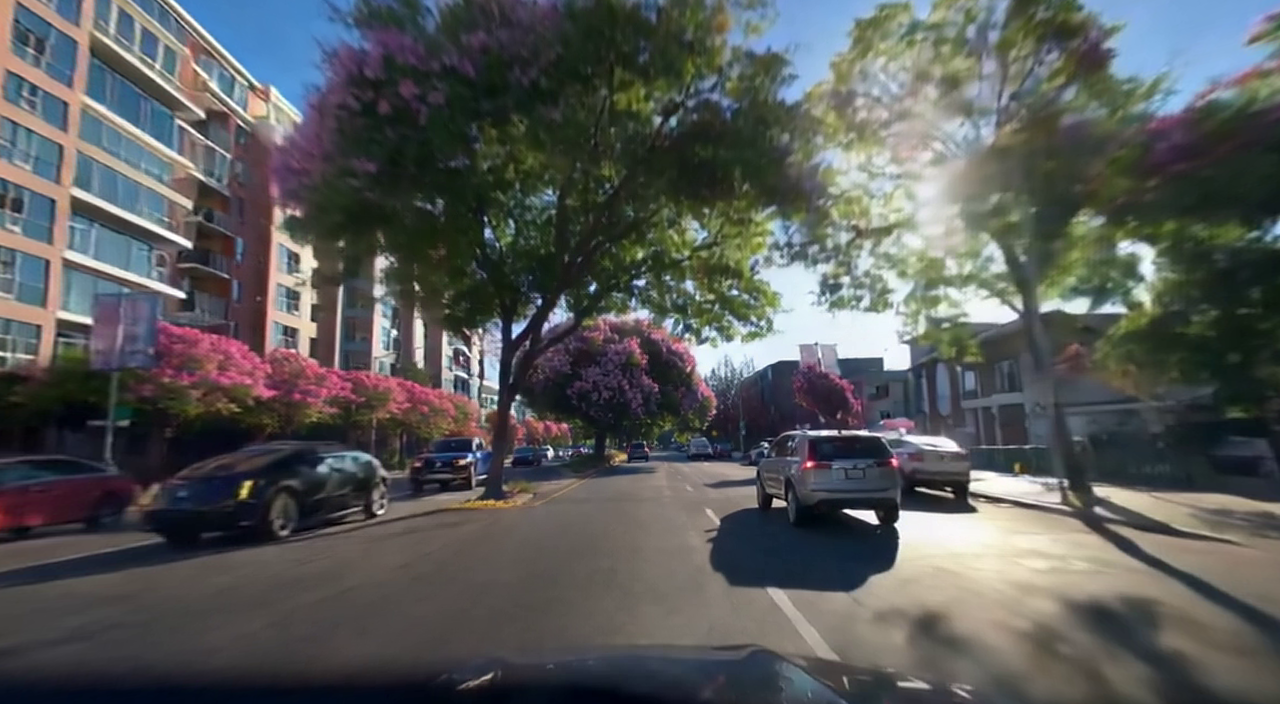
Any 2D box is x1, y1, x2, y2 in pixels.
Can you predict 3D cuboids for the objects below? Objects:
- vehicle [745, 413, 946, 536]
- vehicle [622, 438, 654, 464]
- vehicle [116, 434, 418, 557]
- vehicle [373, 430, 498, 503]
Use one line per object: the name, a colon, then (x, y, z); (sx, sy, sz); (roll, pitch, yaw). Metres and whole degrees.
vehicle: (3.338, 2.097, 11.402); (2.071, 1.747, 4.549); (0, -8, 0)
vehicle: (-0.146, 7.207, 46.048); (2.244, 1.813, 4.129); (0, -8, 0)
vehicle: (-5.621, 2.149, 10.437); (2.012, 1.501, 4.626); (-2, -7, 3)
vehicle: (-5.665, 3.175, 18.198); (2.034, 1.771, 4.795); (-1, -7, 0)
